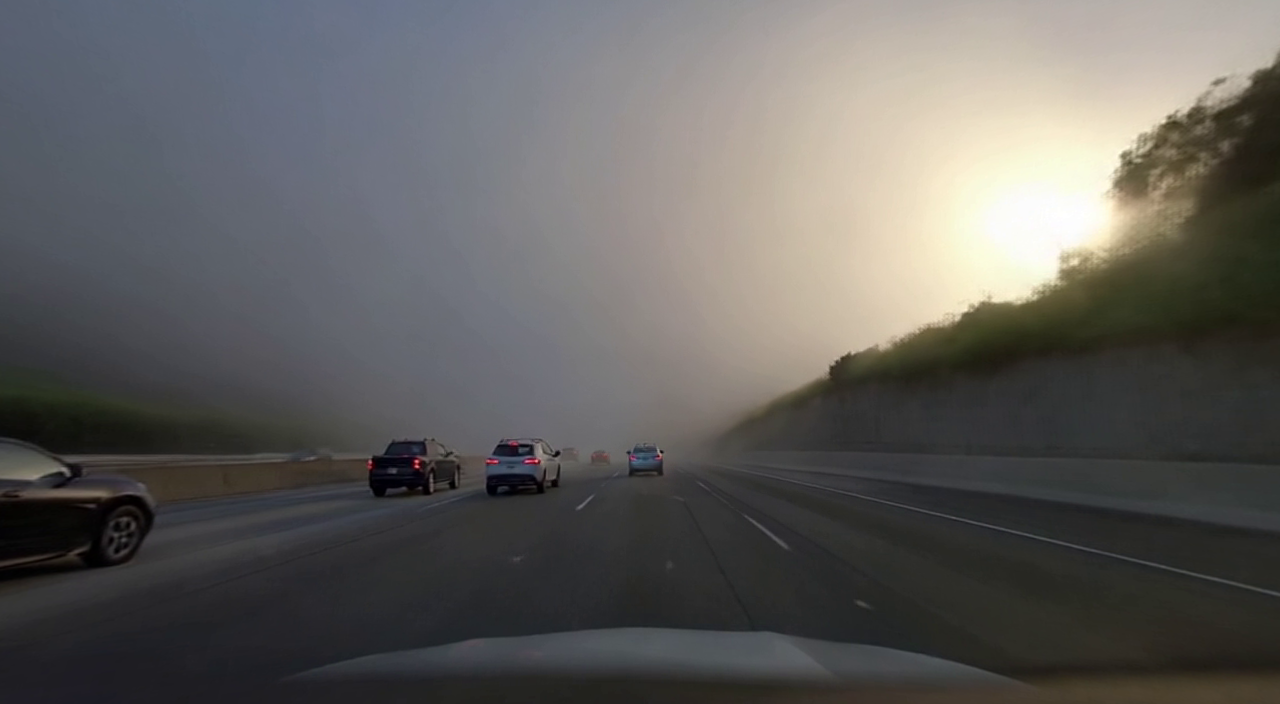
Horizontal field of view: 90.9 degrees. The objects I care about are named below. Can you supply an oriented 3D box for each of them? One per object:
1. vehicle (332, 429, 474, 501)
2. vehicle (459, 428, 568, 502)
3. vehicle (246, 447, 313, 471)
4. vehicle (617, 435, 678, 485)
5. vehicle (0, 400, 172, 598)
[{"bbox_3d":[-6.860,3.343,19.082,2.108,1.856,5.214,0,-9,2],"label":"vehicle"},{"bbox_3d":[-3.422,3.177,18.104,2.093,1.820,4.506,0,-9,1],"label":"vehicle"},{"bbox_3d":[-27.776,8.220,48.805,2.131,1.696,5.013,0,-9,0],"label":"vehicle"},{"bbox_3d":[0.276,4.327,25.515,2.233,1.804,4.273,0,-9,0],"label":"vehicle"},{"bbox_3d":[-6.989,1.296,5.443,2.215,1.797,4.666,0,-9,1],"label":"vehicle"}]
